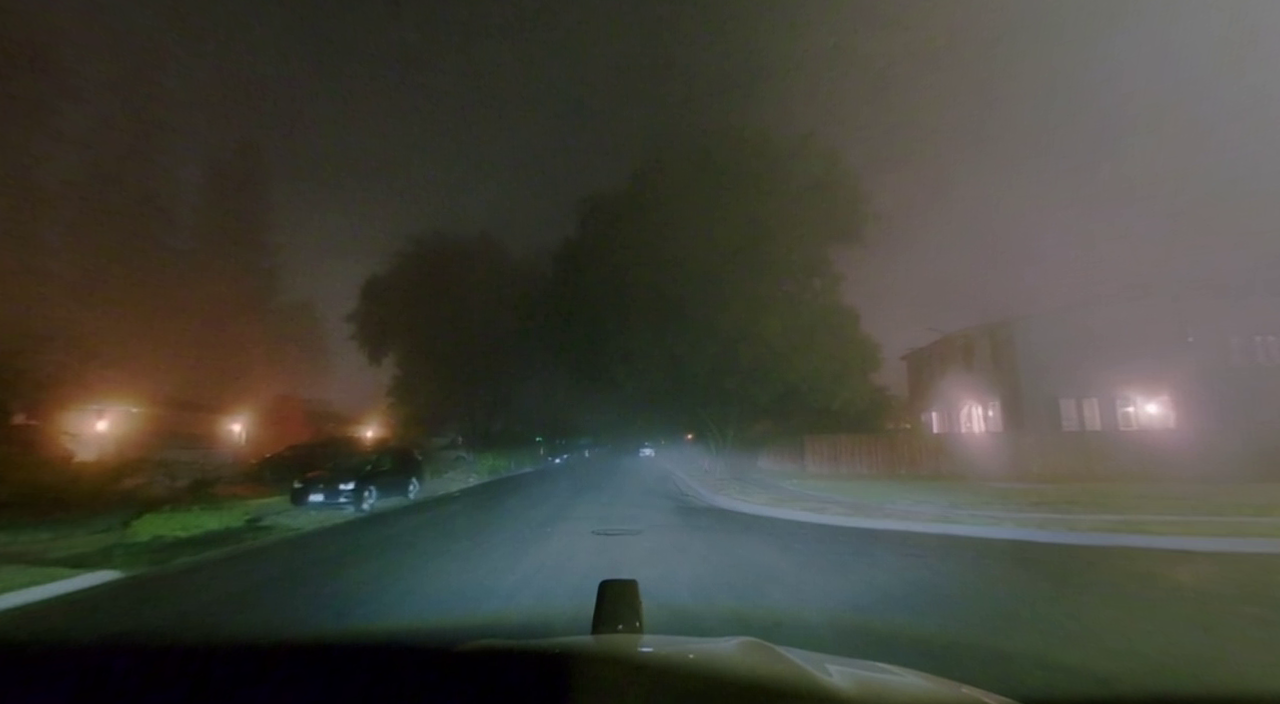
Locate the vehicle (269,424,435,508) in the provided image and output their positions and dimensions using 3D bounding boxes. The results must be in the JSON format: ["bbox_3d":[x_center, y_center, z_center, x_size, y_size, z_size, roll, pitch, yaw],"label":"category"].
[{"bbox_3d":[-7.379,3.024,16.894,2.091,1.912,4.598,0,-10,2],"label":"vehicle"}]
